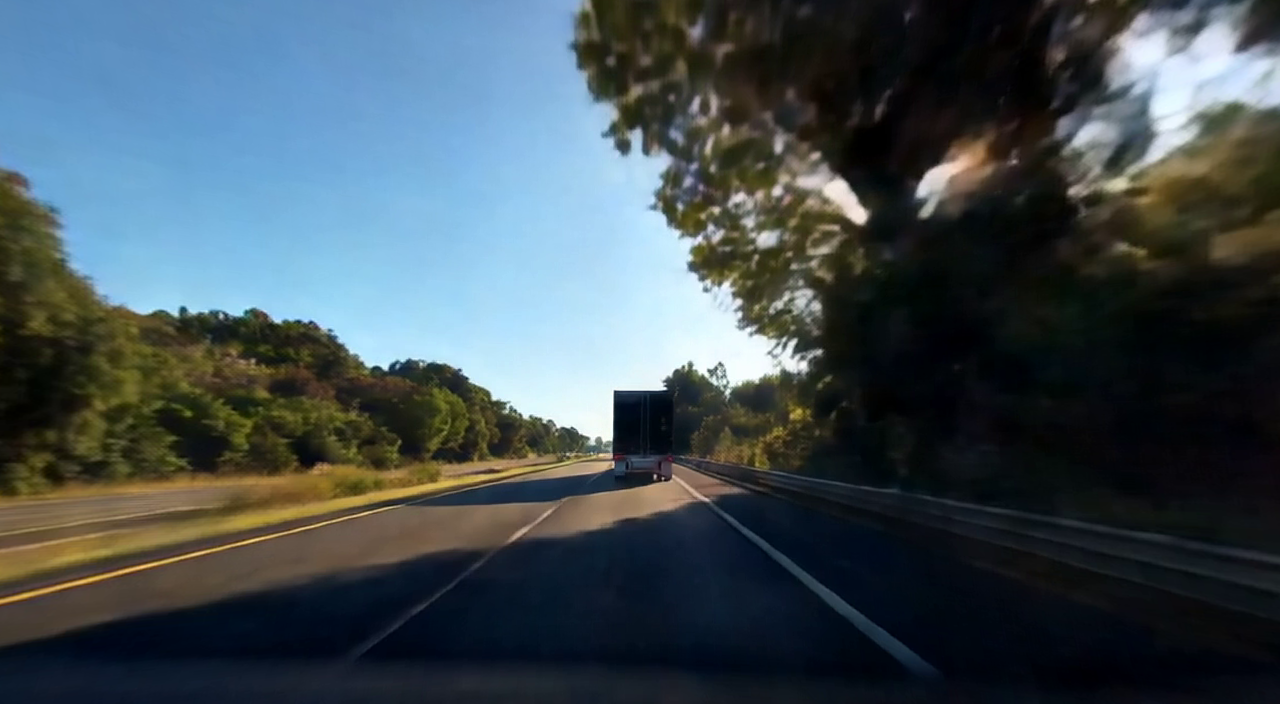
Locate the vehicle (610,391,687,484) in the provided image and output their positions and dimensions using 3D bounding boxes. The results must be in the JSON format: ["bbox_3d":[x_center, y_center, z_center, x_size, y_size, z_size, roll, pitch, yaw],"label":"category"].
[{"bbox_3d":[0.199,3.924,28.339,2.913,3.530,8.648,0,-9,-2],"label":"vehicle"}]
